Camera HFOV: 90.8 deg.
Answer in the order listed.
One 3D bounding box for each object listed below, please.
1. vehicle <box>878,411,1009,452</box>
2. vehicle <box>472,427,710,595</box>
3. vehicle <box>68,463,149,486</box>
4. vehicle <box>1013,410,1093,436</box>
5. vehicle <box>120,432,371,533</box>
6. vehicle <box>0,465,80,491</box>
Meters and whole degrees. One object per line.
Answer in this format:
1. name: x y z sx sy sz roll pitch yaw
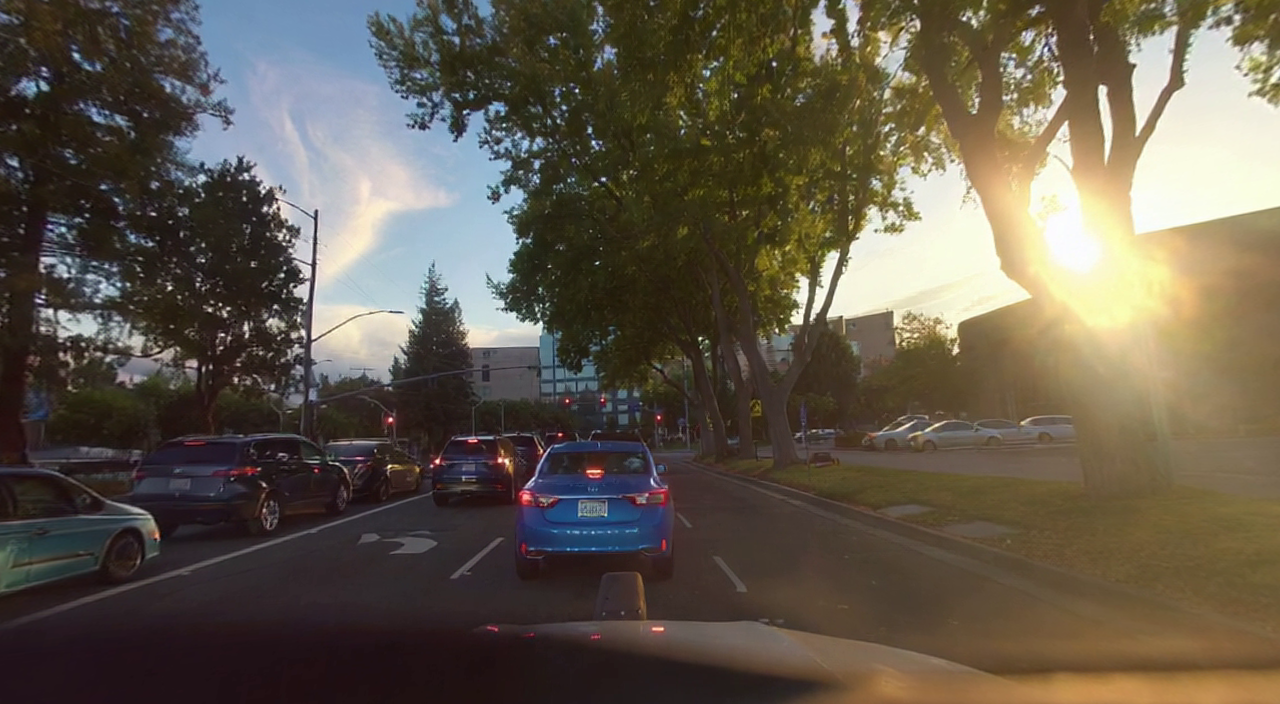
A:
1. vehicle: 13.922 3.701 29.227 4.975 1.809 1.956 0 -9 1
2. vehicle: -0.420 1.712 7.631 2.104 1.472 3.946 0 -9 1
3. vehicle: -36.376 8.389 43.295 3.918 1.423 1.861 0 -9 1
4. vehicle: 30.239 5.259 46.454 4.627 1.671 1.929 -5 -10 28
5. vehicle: -7.275 2.431 12.356 2.096 1.593 4.288 0 -9 1
6. vehicle: -36.610 7.555 37.930 4.093 1.440 1.804 0 -9 -2
